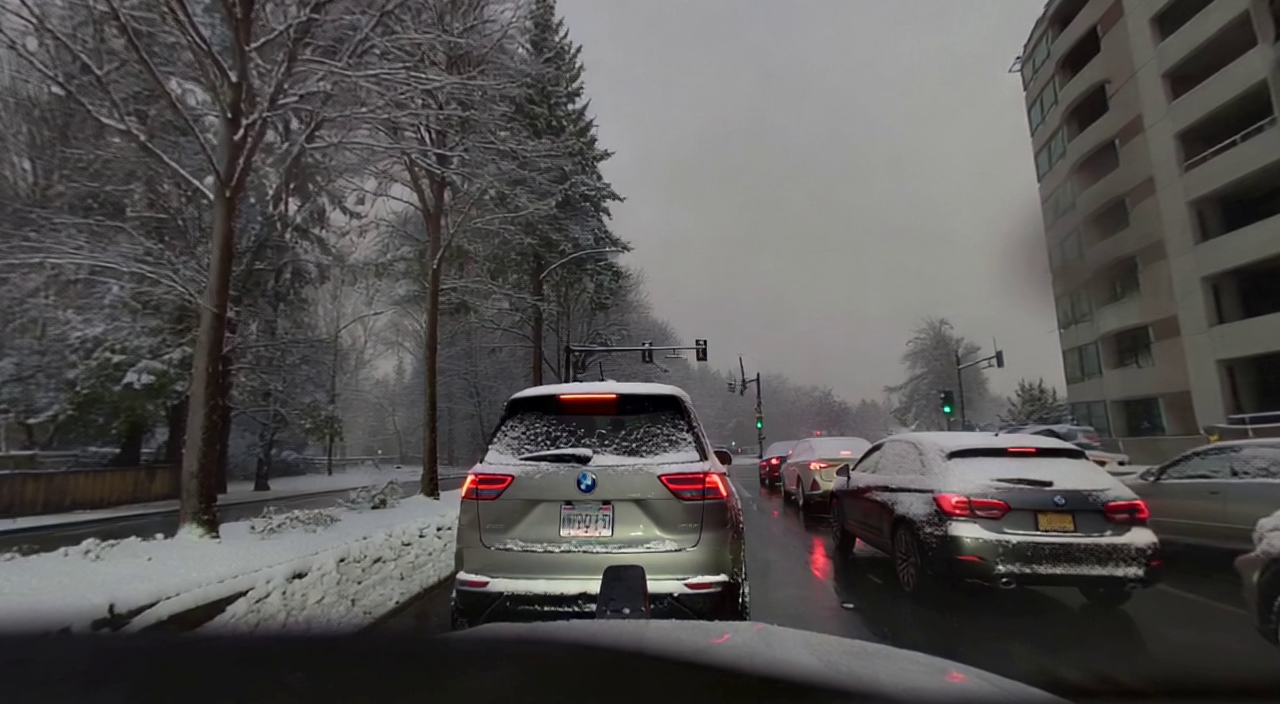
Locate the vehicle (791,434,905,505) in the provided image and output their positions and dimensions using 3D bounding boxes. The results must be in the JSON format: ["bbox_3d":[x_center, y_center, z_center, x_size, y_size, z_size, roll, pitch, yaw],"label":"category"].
[{"bbox_3d":[5.323,3.035,16.726,1.994,1.638,4.100,-1,-9,6],"label":"vehicle"}]

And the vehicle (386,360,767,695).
[{"bbox_3d":[-0.213,1.235,5.565,2.021,1.742,4.295,-1,-8,4],"label":"vehicle"}]

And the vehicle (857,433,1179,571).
[{"bbox_3d":[4.893,1.971,9.174,1.963,1.480,4.553,0,-8,2],"label":"vehicle"}]

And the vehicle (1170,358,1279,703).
[{"bbox_3d":[4.064,0.604,1.115,1.993,1.719,4.953,0,-8,1],"label":"vehicle"}]
